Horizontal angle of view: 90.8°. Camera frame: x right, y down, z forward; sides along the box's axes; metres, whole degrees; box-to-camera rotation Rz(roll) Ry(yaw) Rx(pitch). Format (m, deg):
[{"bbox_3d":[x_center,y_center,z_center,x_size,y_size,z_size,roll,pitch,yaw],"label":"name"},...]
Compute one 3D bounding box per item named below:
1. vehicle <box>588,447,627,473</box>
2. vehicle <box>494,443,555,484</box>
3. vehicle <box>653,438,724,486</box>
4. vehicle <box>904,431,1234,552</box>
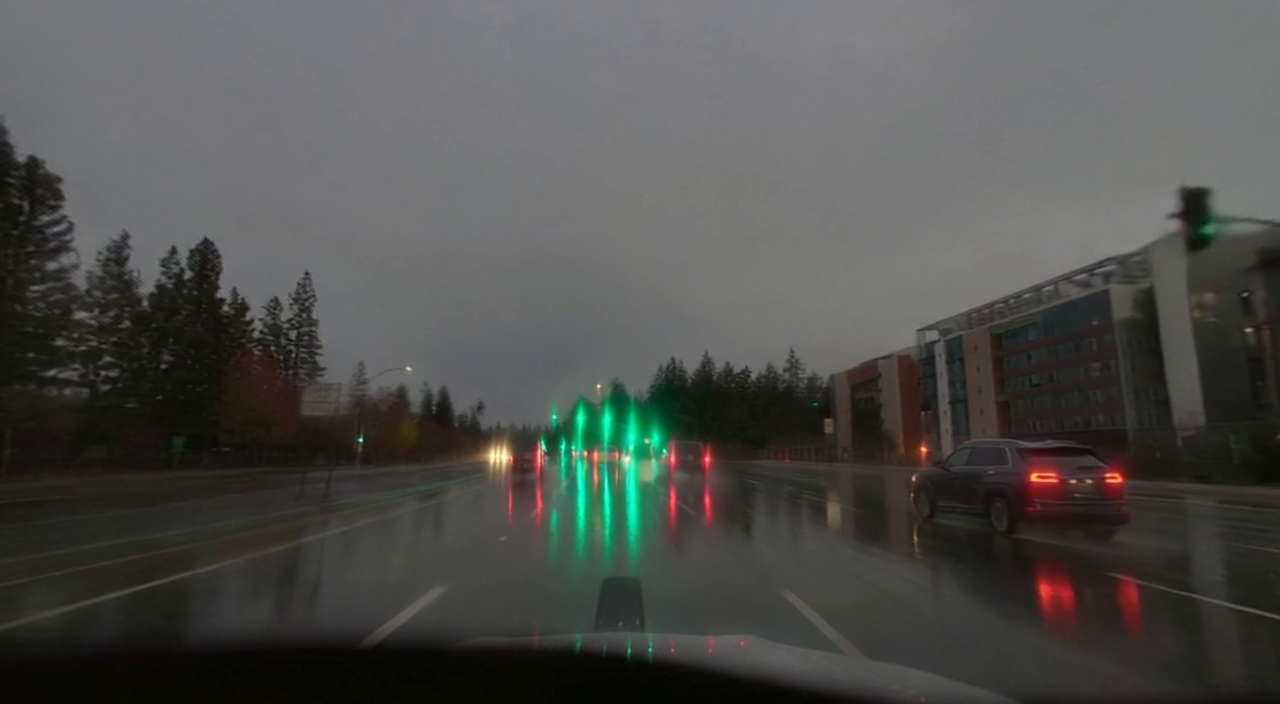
[{"bbox_3d":[-2.034,6.500,38.293,2.155,1.486,4.403,0,-8,-5],"label":"vehicle"},{"bbox_3d":[-5.106,4.991,28.564,2.172,1.671,4.175,0,-8,-3],"label":"vehicle"},{"bbox_3d":[1.800,4.285,25.020,2.161,1.716,4.194,0,-8,-4],"label":"vehicle"},{"bbox_3d":[6.052,1.987,9.753,1.945,1.408,4.288,0,-8,-3],"label":"vehicle"}]
